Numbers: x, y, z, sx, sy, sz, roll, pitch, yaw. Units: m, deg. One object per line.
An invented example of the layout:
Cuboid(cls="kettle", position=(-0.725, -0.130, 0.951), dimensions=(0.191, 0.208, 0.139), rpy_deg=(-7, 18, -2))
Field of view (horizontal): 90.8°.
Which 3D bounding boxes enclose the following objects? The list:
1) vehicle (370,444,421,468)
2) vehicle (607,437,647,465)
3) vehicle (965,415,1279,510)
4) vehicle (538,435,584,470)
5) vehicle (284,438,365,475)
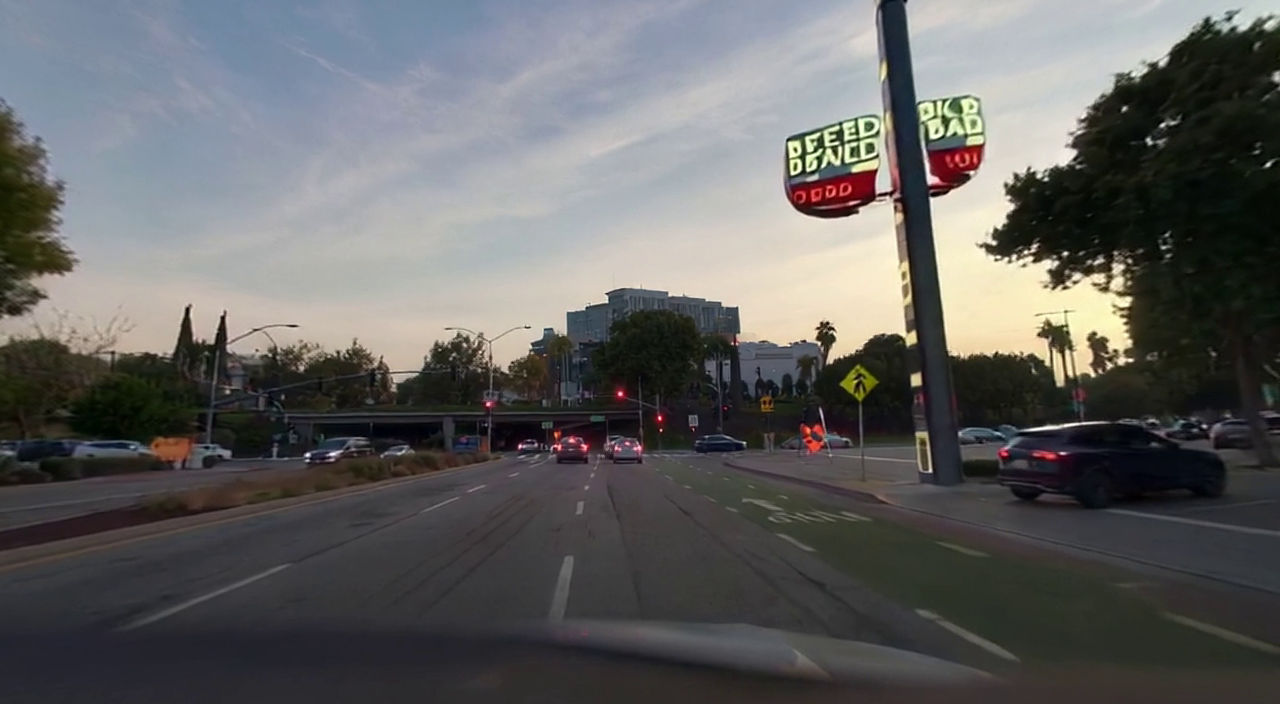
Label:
Cuboid(cls="vehicle", position=(-16.772, 7.145, 43.583), dimensions=(1.968, 1.557, 4.650), rpy_deg=(0, -8, -5))
Cuboid(cls="vehicle", position=(-0.824, 5.754, 36.767), dimensions=(2.176, 1.489, 4.518), rpy_deg=(0, -8, -3))
Cuboid(cls="vehicle", position=(8.792, 2.002, 11.650), dimensions=(4.487, 1.539, 1.947), rpy_deg=(0, -8, -3))
Cuboid(cls="vehicle", position=(-3.876, 4.993, 31.611), dimensions=(2.057, 1.610, 4.891), rpy_deg=(0, -8, -4))
Cuboid(cls="vehicle", position=(-20.151, 6.687, 40.772), dimensions=(2.655, 2.126, 5.813), rpy_deg=(0, -8, -5))
